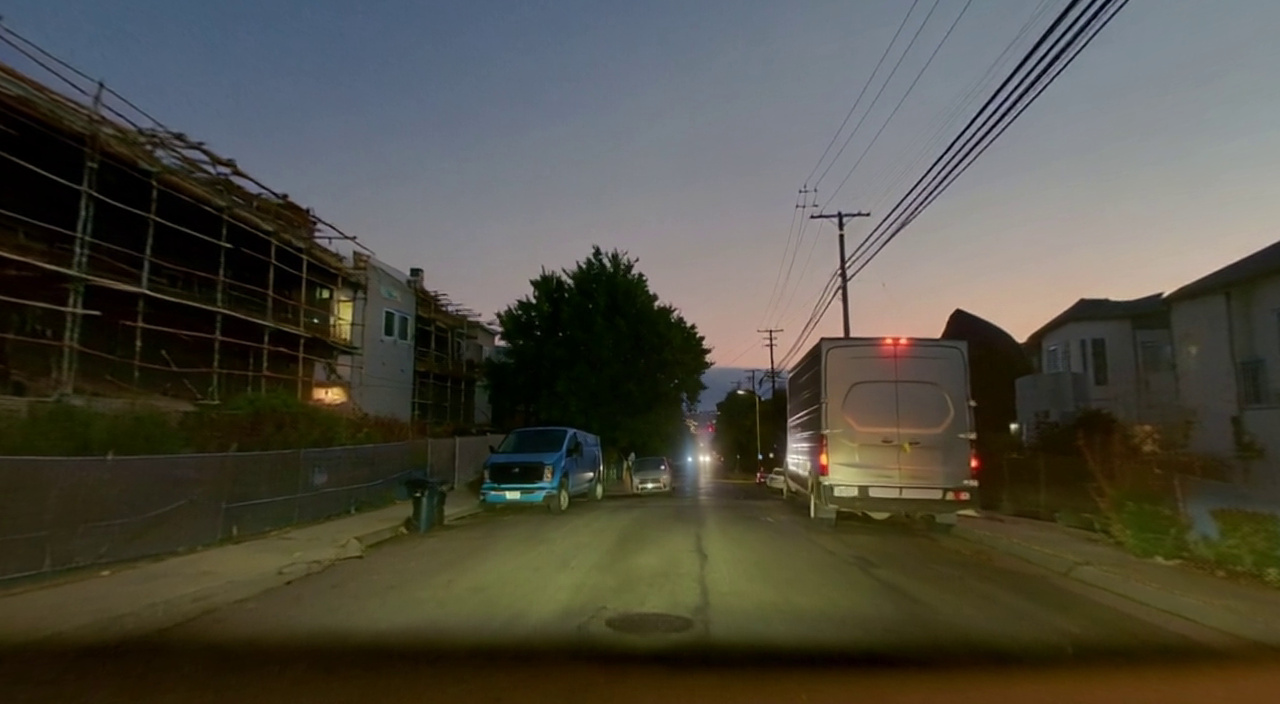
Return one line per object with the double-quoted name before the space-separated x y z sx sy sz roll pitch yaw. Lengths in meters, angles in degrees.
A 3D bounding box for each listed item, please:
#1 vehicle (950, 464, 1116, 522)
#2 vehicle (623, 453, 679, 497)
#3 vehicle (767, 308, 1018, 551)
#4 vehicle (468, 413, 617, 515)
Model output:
"vehicle" 15.744 5.641 25.555 5.321 1.857 1.976 -2 -3 14
"vehicle" 0.651 6.087 31.559 2.257 1.916 5.089 -1 -9 7
"vehicle" 4.940 1.906 14.968 2.915 3.793 9.963 0 -8 7
"vehicle" -2.102 2.510 15.129 2.171 1.910 4.789 -2 -5 8
